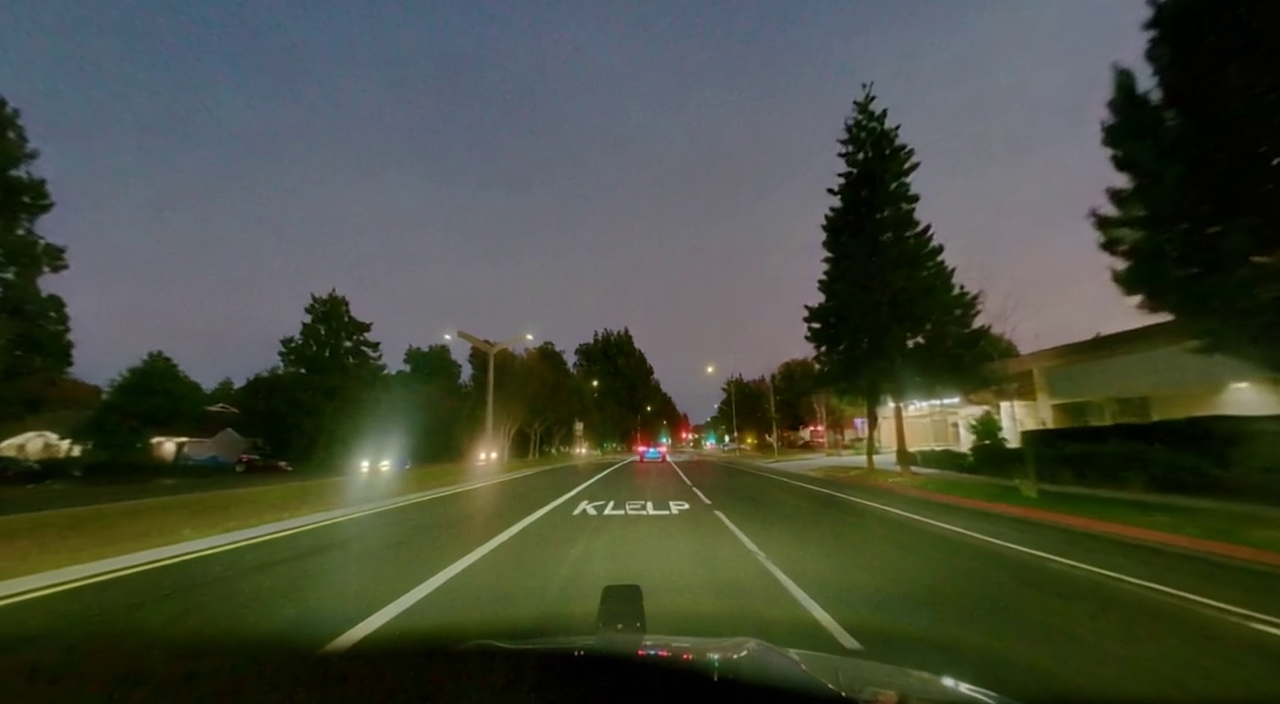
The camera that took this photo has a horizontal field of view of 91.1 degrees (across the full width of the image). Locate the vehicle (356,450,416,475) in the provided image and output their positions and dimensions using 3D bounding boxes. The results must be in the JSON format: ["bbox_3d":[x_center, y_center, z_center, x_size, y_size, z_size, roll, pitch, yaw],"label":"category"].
[{"bbox_3d":[-16.266,7.055,40.400,1.824,1.462,4.520,0,-9,2],"label":"vehicle"}]

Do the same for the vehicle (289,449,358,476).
[{"bbox_3d":[-20.409,7.096,40.661,1.936,1.611,4.584,0,-9,2],"label":"vehicle"}]

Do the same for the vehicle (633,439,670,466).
[{"bbox_3d":[0.703,6.046,37.858,2.144,1.505,4.128,0,-9,2],"label":"vehicle"}]
